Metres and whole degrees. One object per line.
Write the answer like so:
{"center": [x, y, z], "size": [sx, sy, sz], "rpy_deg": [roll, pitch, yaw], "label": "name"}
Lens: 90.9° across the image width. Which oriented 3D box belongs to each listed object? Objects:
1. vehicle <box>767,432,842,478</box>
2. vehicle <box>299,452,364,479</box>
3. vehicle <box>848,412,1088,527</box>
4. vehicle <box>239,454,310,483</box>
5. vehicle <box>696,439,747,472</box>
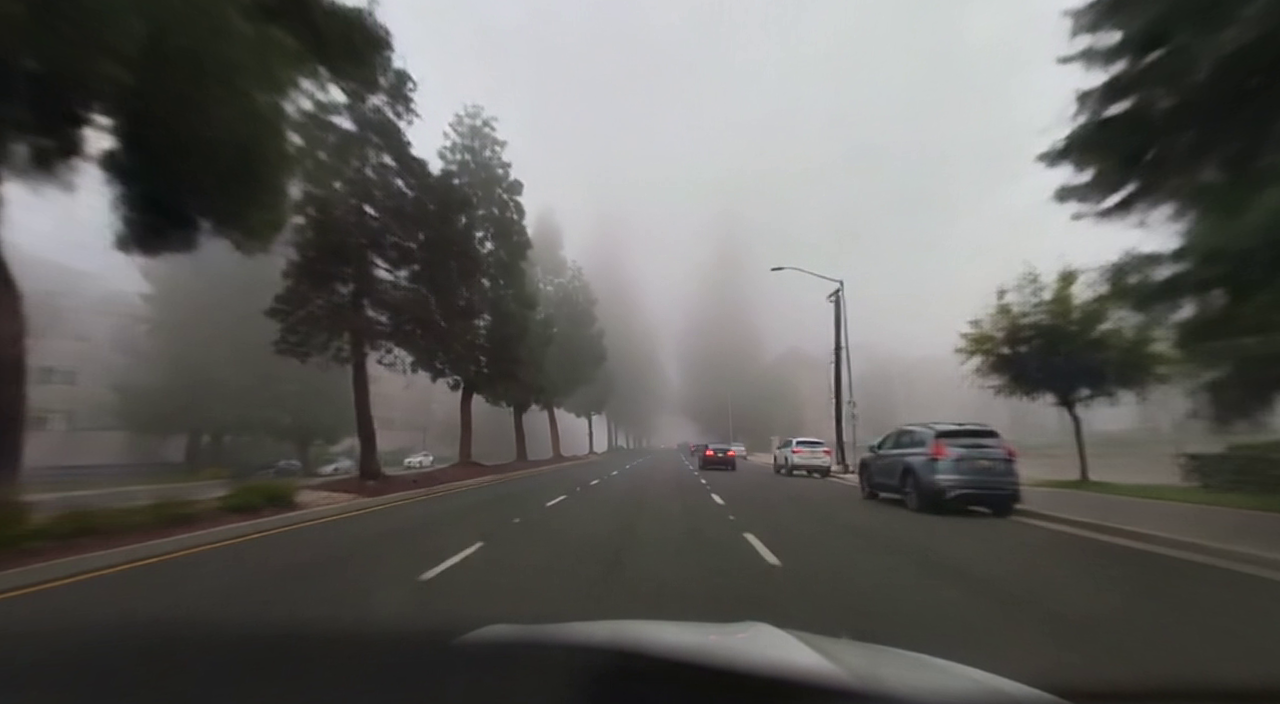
{"center": [7.202, 4.579, 28.216], "size": [2.092, 1.849, 5.068], "rpy_deg": [0, -8, 2], "label": "vehicle"}
{"center": [-21.157, 7.784, 43.454], "size": [1.882, 1.479, 4.822], "rpy_deg": [-6, -8, 2], "label": "vehicle"}
{"center": [6.649, 2.468, 13.887], "size": [2.213, 1.949, 5.907], "rpy_deg": [0, -8, 1], "label": "vehicle"}
{"center": [-21.780, 6.912, 37.689], "size": [1.780, 1.573, 3.881], "rpy_deg": [-1, -8, 2], "label": "vehicle"}
{"center": [4.020, 5.204, 31.933], "size": [2.128, 1.502, 4.572], "rpy_deg": [0, -8, 2], "label": "vehicle"}
